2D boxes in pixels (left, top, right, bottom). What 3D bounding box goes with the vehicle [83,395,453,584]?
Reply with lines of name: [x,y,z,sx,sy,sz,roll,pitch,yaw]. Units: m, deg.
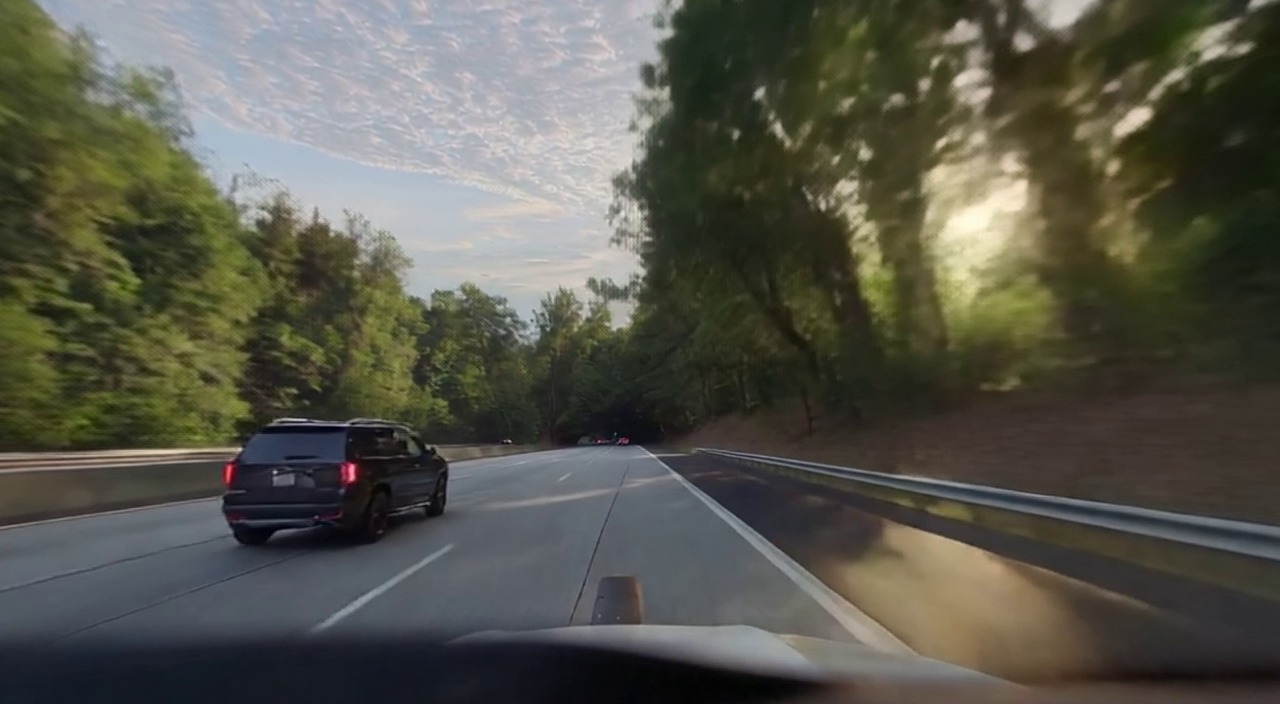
vehicle: [-3.942,1.498,7.732,2.034,1.675,4.080,0,-8,0]
